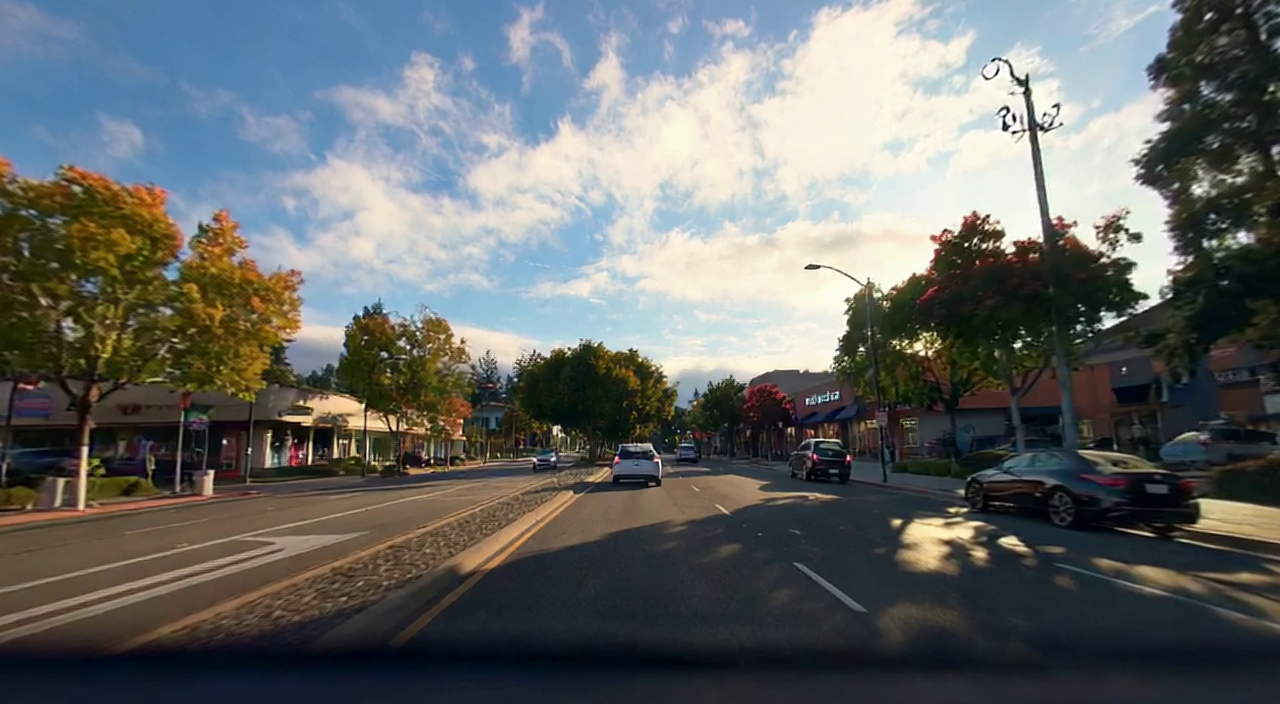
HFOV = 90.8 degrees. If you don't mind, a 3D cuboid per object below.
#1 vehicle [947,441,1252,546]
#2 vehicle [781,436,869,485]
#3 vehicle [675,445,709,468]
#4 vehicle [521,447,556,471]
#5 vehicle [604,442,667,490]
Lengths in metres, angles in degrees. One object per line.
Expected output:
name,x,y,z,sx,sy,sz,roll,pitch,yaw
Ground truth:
vehicle,7.747,2.387,11.450,1.942,1.473,4.742,0,-9,0
vehicle,7.531,4.462,26.338,2.165,1.787,5.231,0,-9,1
vehicle,3.493,7.051,42.831,1.910,1.474,4.003,0,-9,-1
vehicle,-6.809,7.206,42.788,1.999,1.531,4.011,0,-9,-4
vehicle,-0.166,3.871,21.748,2.006,1.487,3.535,0,-9,-1
